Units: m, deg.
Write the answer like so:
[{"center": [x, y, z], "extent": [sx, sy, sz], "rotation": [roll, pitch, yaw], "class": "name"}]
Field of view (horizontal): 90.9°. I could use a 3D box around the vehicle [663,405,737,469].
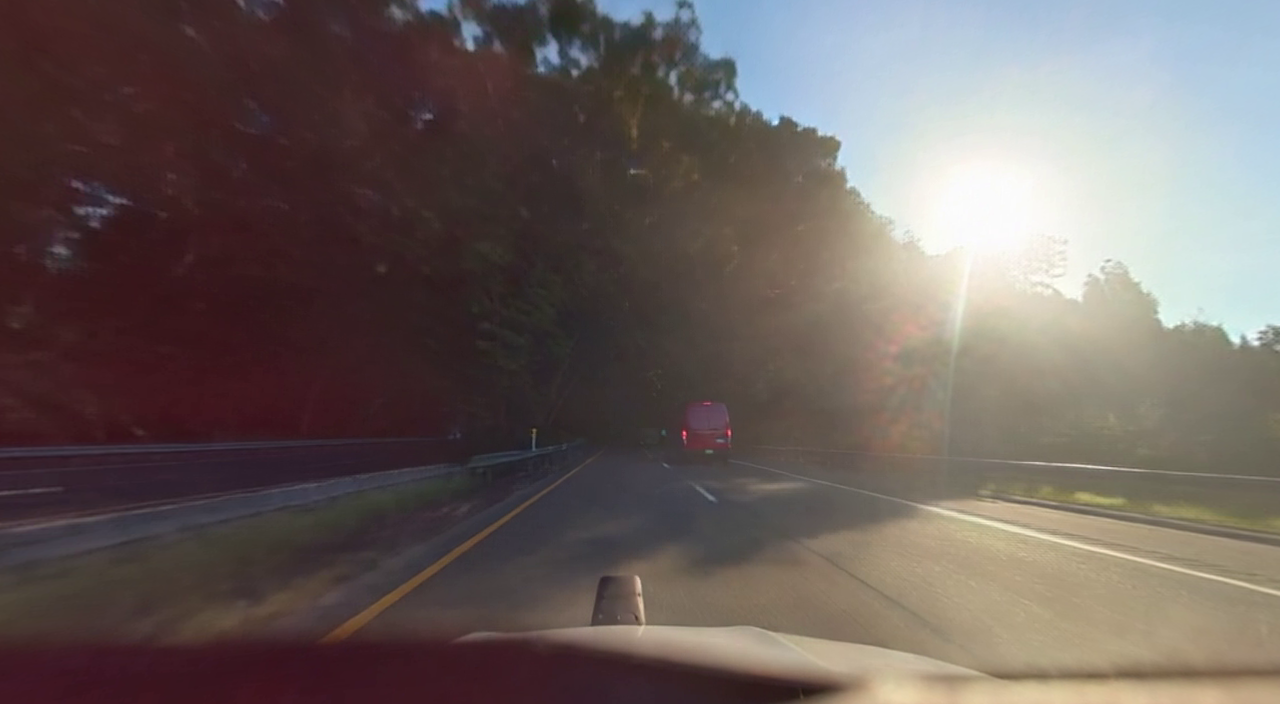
[{"center": [2.553, 3.872, 28.753], "extent": [2.570, 2.596, 6.082], "rotation": [0, -8, -2], "class": "vehicle"}]
